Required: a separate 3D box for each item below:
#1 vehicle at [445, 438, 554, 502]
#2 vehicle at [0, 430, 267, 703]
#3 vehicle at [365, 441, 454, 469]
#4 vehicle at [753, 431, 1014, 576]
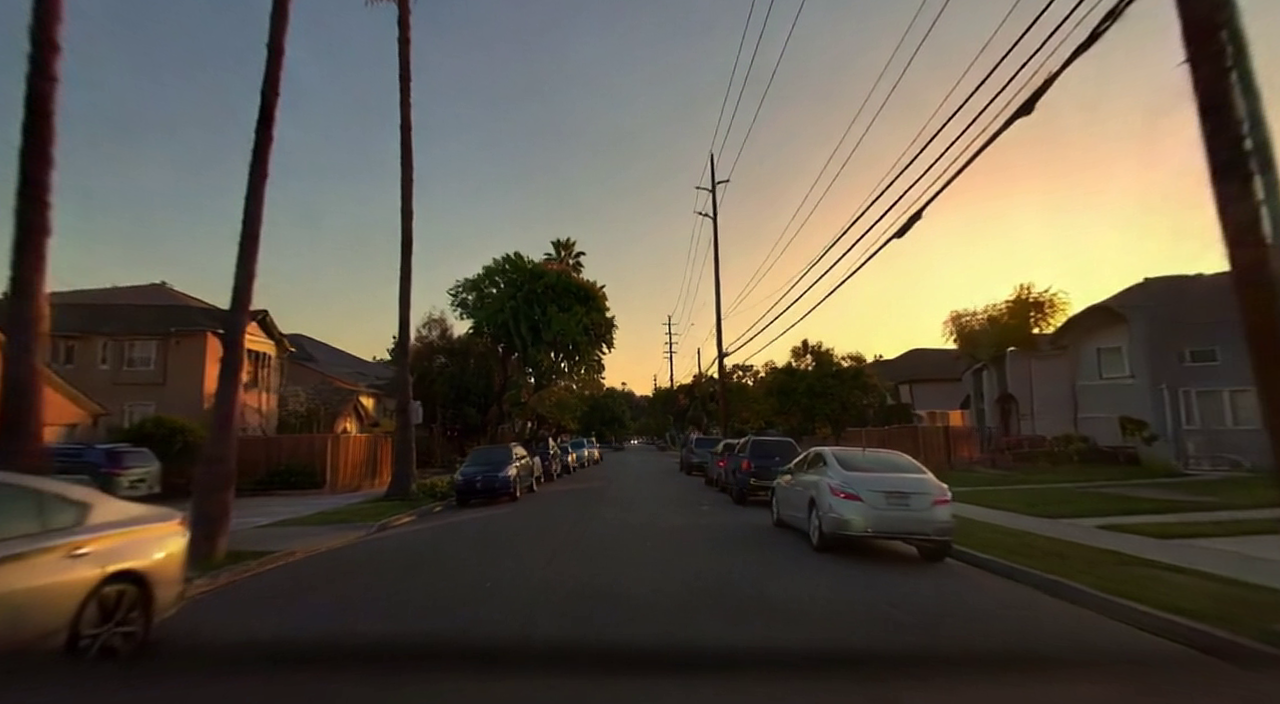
[{"bbox_3d":[-3.975,3.415,18.760,2.123,1.636,4.481,0,-8,1],"label":"vehicle"},{"bbox_3d":[-4.059,1.127,2.811,1.814,1.548,4.802,0,-8,1],"label":"vehicle"},{"bbox_3d":[-12.921,5.788,35.515,4.300,1.489,1.850,-2,-9,13],"label":"vehicle"},{"bbox_3d":[2.858,1.848,8.525,1.881,1.460,4.007,0,-8,0],"label":"vehicle"}]
